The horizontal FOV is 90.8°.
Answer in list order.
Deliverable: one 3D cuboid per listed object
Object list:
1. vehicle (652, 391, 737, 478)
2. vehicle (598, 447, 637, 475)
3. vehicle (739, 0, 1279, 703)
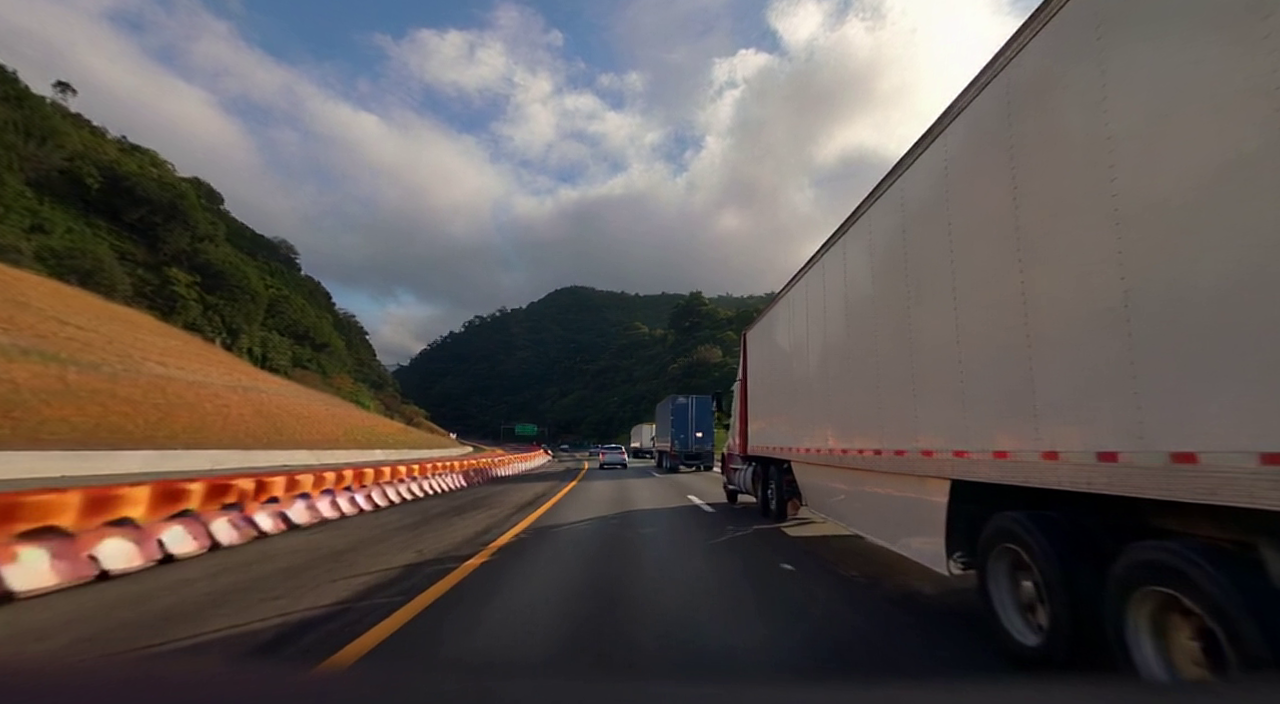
[{"bbox_3d":[2.664,4.911,36.357,2.826,4.050,13.845,1,-9,-4],"label":"vehicle"},{"bbox_3d":[-1.234,6.010,34.913,2.029,1.437,3.794,0,-9,-2],"label":"vehicle"},{"bbox_3d":[3.986,0.552,8.164,2.911,4.099,14.578,0,-9,-1],"label":"vehicle"}]
